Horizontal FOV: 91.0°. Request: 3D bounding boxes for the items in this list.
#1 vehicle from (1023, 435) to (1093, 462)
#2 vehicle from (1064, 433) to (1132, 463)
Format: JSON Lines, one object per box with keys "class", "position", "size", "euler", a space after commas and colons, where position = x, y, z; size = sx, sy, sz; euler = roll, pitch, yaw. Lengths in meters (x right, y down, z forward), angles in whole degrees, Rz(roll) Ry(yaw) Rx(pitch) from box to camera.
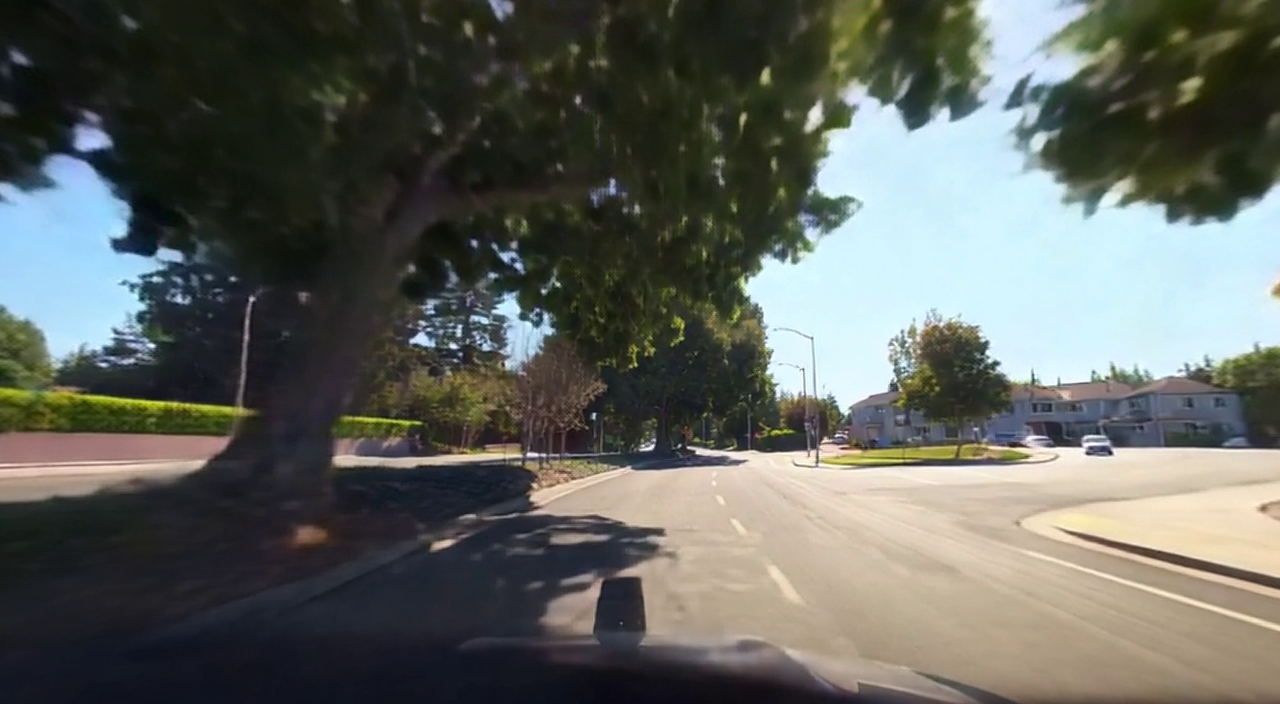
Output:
{"class": "vehicle", "position": [25.215, 5.824, 37.964], "size": [4.456, 1.489, 1.963], "euler": [7, -11, -35]}
{"class": "vehicle", "position": [30.055, 6.231, 41.243], "size": [4.598, 1.493, 1.951], "euler": [-1, -6, -33]}
